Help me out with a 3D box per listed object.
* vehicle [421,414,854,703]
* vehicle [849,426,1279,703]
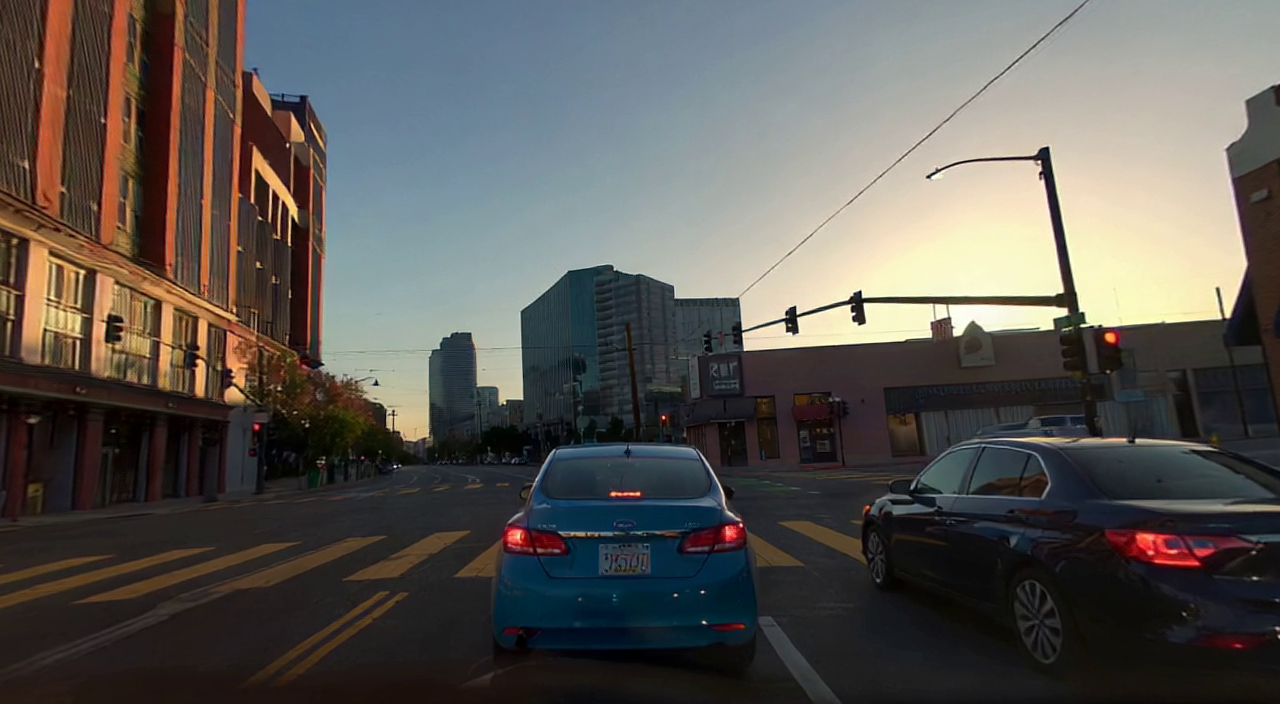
[{"bbox_3d":[-0.045,1.352,5.157,2.094,1.481,4.078,0,-8,-1],"label":"vehicle"},{"bbox_3d":[3.353,1.377,5.083,1.860,1.430,4.089,0,-8,-1],"label":"vehicle"}]
